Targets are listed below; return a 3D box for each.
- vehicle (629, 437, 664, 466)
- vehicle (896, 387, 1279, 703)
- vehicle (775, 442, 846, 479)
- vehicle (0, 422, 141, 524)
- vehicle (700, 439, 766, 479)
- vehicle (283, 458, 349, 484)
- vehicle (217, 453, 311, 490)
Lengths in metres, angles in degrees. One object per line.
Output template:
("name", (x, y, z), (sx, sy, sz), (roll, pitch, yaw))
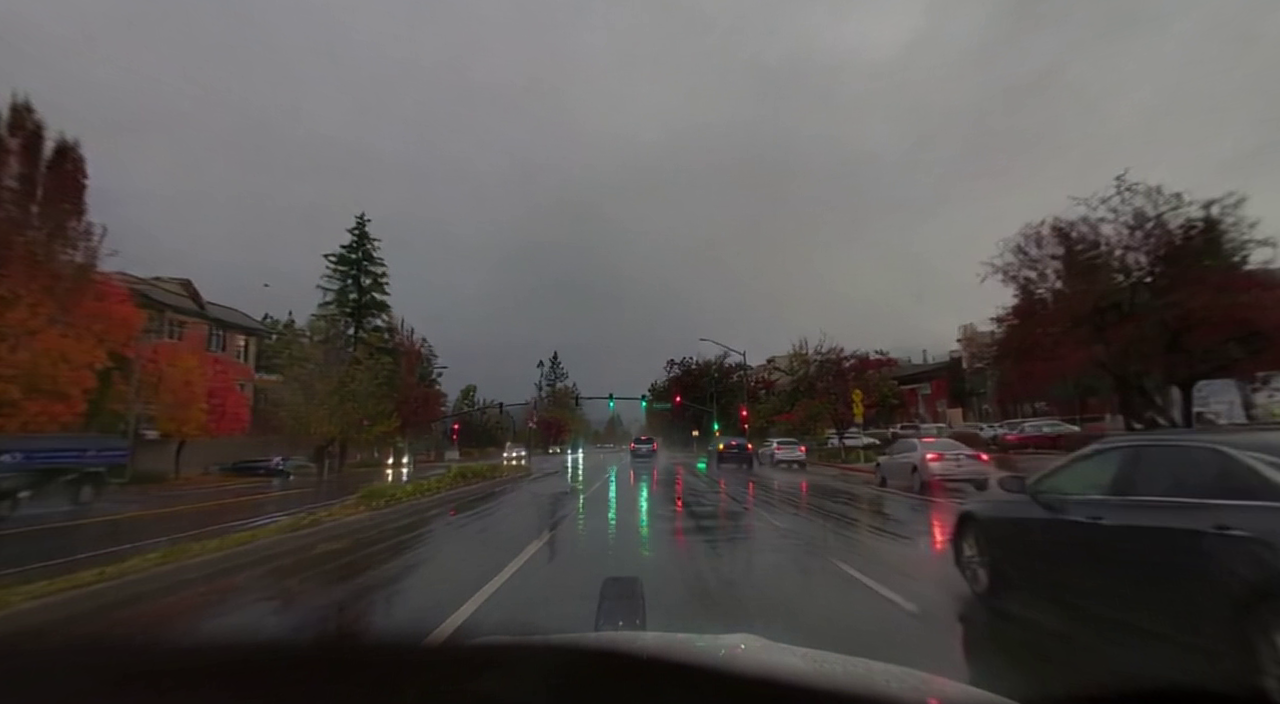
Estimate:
("vehicle", (0.446, 6.800, 43.097), (2.239, 1.856, 4.815), (0, -8, 0))
("vehicle", (3.337, 1.051, 3.424), (1.977, 1.498, 4.521), (0, -8, 0))
("vehicle", (7.390, 4.728, 27.755), (1.928, 1.480, 4.464), (0, -9, 1))
("vehicle", (-22.075, 3.996, 20.886), (2.961, 3.271, 9.547), (0, -9, 1))
("vehicle", (3.866, 4.518, 26.952), (2.178, 1.546, 4.311), (0, -8, 0))
("vehicle", (-21.838, 8.015, 42.630), (1.930, 1.542, 4.817), (0, -9, 0))
("vehicle", (-21.812, 6.929, 36.866), (2.142, 1.900, 5.489), (0, -9, 0))
